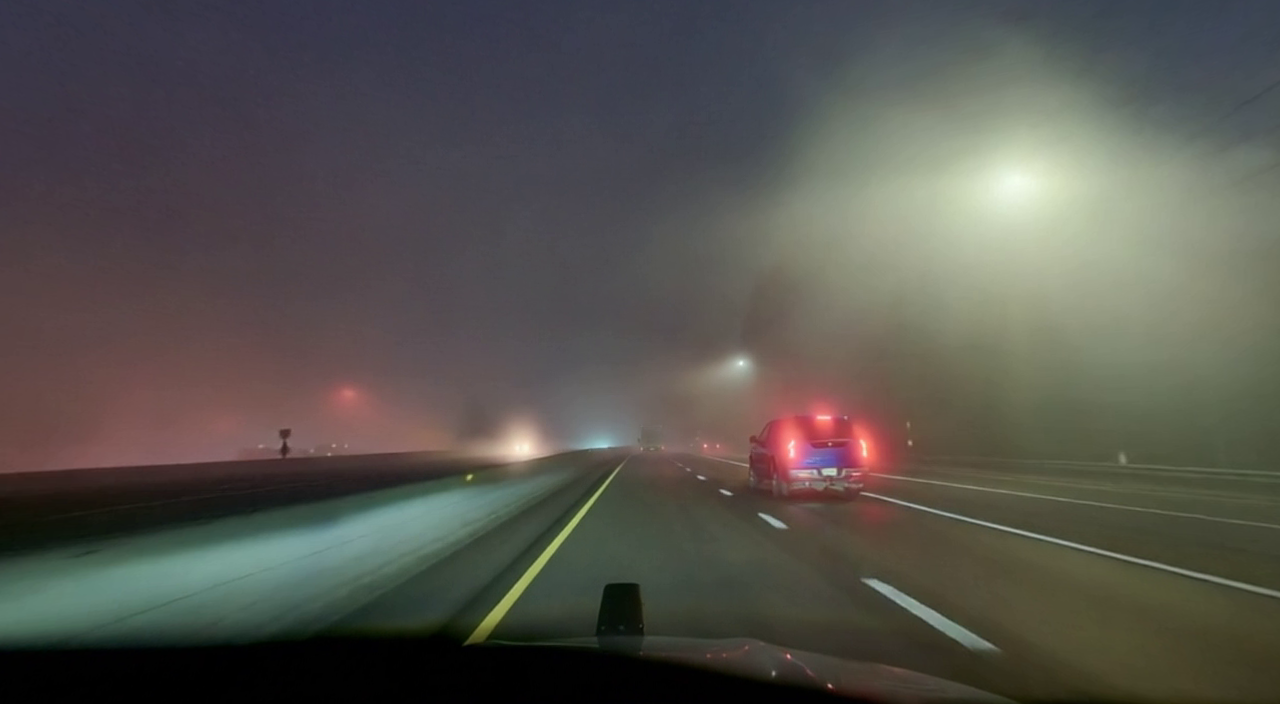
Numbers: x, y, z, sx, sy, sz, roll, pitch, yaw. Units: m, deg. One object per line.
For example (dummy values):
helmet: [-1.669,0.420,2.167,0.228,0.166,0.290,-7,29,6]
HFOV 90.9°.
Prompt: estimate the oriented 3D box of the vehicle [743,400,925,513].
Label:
vehicle: [4.201,2.425,15.049,2.594,2.155,5.670,0,-8,1]

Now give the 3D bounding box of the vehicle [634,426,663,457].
vehicle: [0.614,6.848,48.159,2.099,2.260,4.899,0,-8,0]
